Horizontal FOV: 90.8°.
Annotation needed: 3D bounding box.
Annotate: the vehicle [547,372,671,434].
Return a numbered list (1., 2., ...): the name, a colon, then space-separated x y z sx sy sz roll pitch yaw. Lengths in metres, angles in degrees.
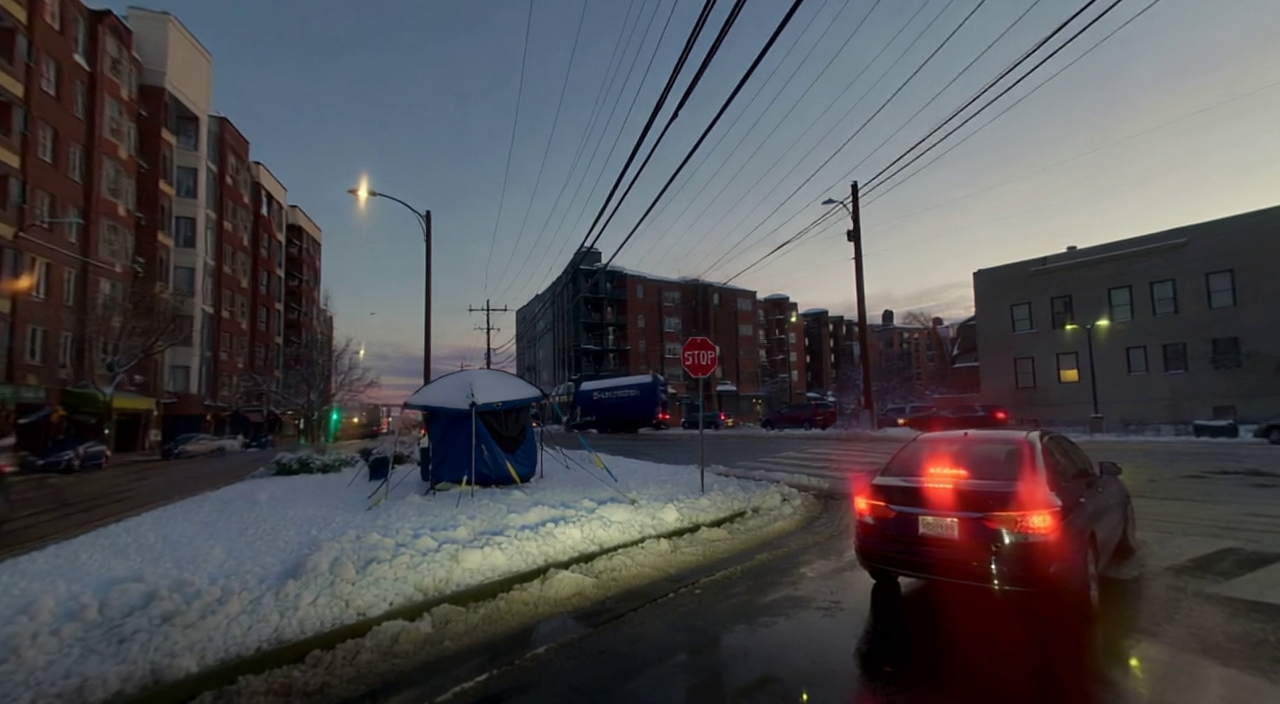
1. vehicle: -1.876 3.023 35.528 7.172 3.075 2.584 -7 -10 41

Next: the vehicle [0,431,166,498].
1. vehicle: -17.194 3.463 19.918 2.054 1.800 5.212 3 -9 -20

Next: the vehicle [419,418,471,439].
1. vehicle: -15.259 5.997 49.269 2.089 1.506 4.641 7 -11 -41

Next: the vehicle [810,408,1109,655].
1. vehicle: 3.406 1.544 6.595 1.945 1.647 4.160 -6 -10 32

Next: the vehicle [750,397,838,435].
1. vehicle: 8.225 3.514 34.029 1.805 1.694 4.214 10 -15 -44
